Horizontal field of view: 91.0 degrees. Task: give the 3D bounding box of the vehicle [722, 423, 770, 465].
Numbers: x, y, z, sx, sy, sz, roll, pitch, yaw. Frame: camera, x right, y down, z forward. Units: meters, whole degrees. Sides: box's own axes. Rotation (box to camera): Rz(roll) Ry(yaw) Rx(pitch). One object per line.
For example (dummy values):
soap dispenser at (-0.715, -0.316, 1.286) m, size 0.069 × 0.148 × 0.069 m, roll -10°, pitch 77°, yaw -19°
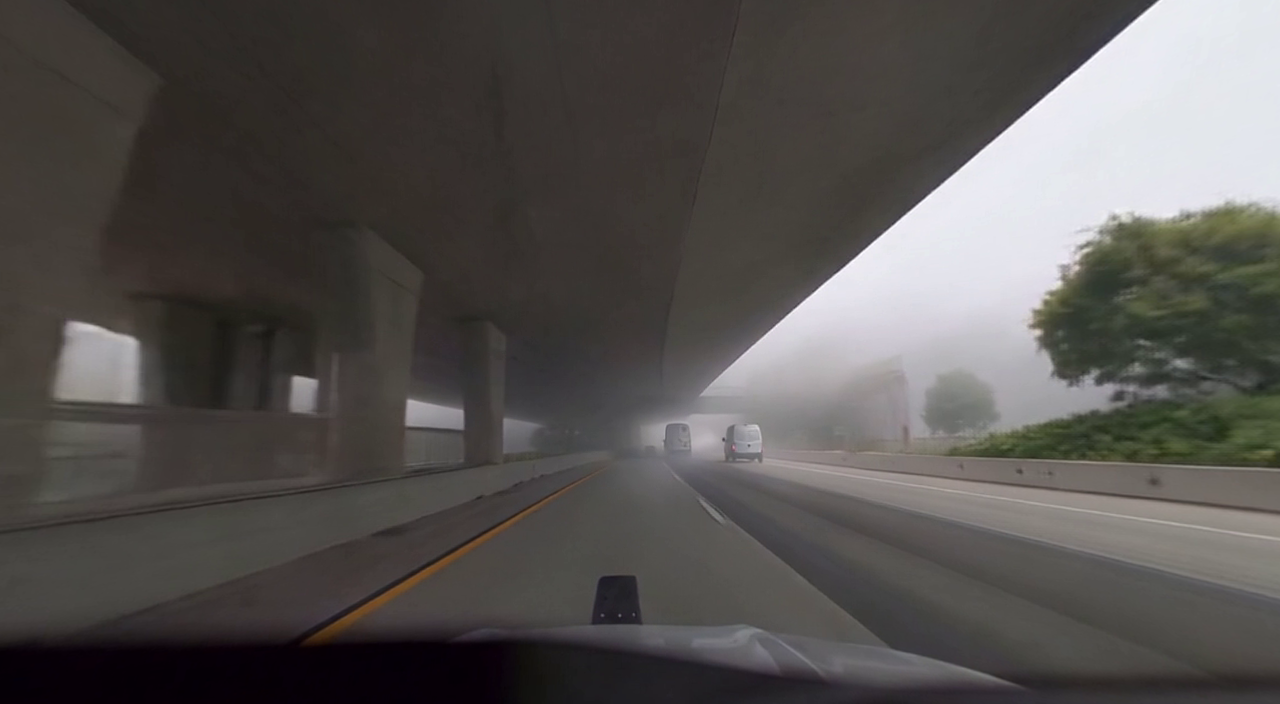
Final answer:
vehicle at (7.634, 6.738, 46.138) m, size 2.379 × 2.819 × 6.294 m, roll 0°, pitch -8°, yaw 0°
